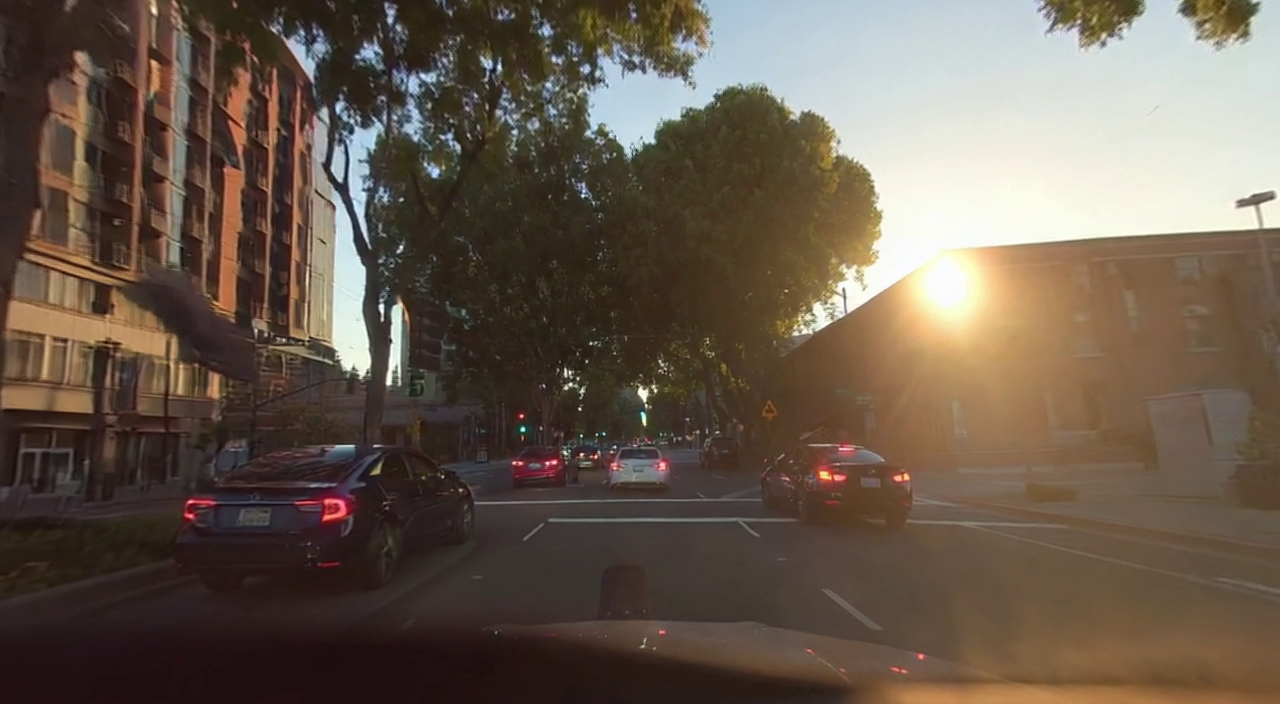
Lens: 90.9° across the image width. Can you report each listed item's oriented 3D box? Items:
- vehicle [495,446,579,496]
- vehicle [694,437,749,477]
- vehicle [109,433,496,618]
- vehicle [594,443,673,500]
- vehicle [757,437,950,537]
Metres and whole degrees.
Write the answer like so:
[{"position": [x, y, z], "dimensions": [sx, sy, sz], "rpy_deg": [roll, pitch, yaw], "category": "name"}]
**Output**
[{"position": [-3.315, 3.909, 21.120], "dimensions": [2.002, 1.465, 4.098], "rpy_deg": [-1, -8, 2], "category": "vehicle"}, {"position": [4.248, 5.576, 33.774], "dimensions": [2.142, 1.957, 5.443], "rpy_deg": [0, -8, 0], "category": "vehicle"}, {"position": [-3.275, 1.749, 7.398], "dimensions": [2.038, 1.481, 4.379], "rpy_deg": [-1, -8, 1], "category": "vehicle"}, {"position": [-0.201, 3.486, 18.778], "dimensions": [2.101, 1.480, 3.929], "rpy_deg": [0, -8, -1], "category": "vehicle"}, {"position": [3.681, 2.392, 11.882], "dimensions": [1.990, 1.486, 4.431], "rpy_deg": [0, -8, -1], "category": "vehicle"}]
